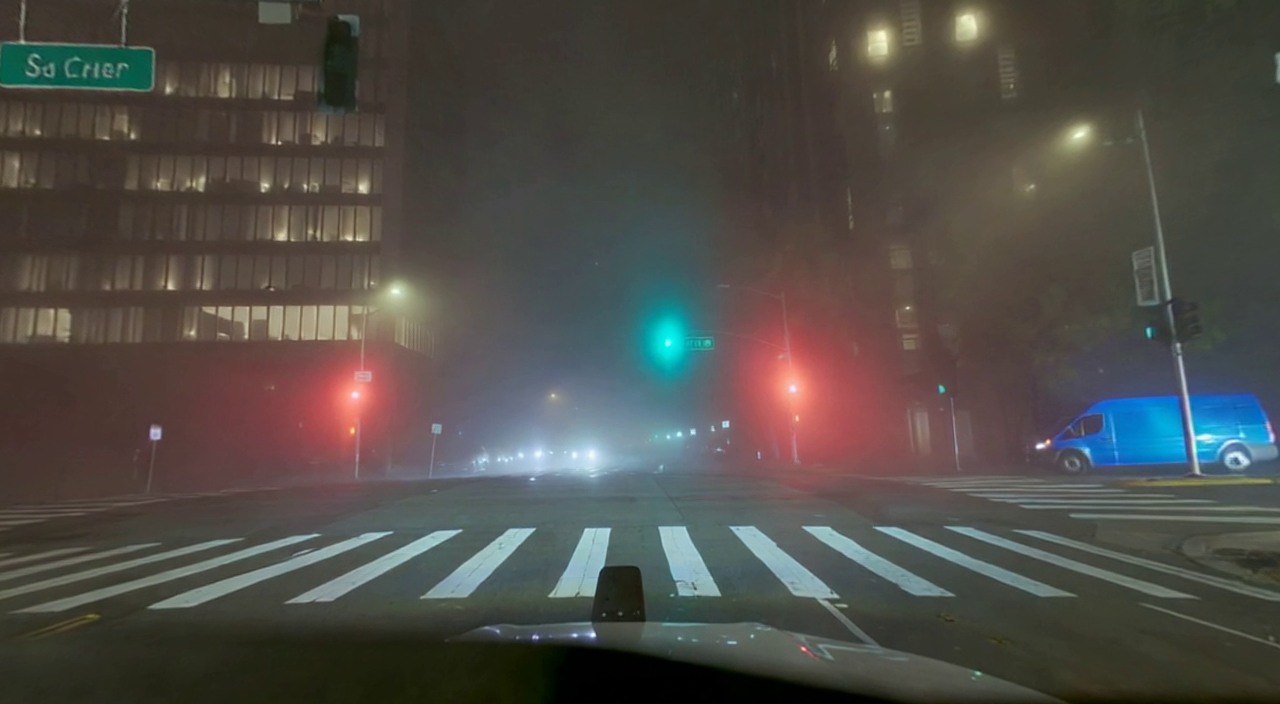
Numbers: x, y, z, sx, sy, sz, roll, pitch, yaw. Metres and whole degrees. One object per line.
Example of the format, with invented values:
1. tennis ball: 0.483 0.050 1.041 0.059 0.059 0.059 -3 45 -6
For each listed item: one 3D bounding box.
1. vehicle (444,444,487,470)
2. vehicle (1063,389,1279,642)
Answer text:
1. vehicle: -12.471 7.502 45.371 1.935 1.639 4.244 -3 -8 -2
2. vehicle: 5.664 1.134 4.287 2.070 1.804 4.881 0 -8 -2
